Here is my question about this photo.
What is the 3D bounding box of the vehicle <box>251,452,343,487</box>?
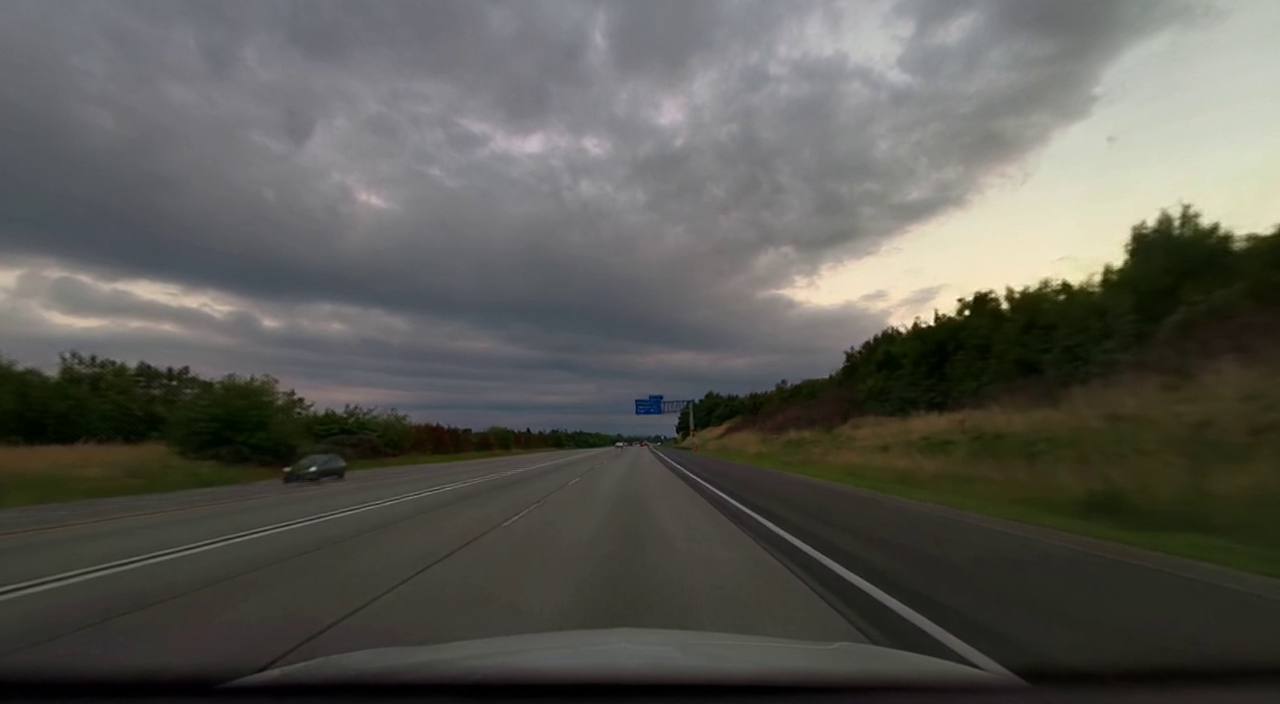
[{"bbox_3d":[-16.686,5.701,30.909,1.982,1.498,4.619,0,-8,-1],"label":"vehicle"}]
